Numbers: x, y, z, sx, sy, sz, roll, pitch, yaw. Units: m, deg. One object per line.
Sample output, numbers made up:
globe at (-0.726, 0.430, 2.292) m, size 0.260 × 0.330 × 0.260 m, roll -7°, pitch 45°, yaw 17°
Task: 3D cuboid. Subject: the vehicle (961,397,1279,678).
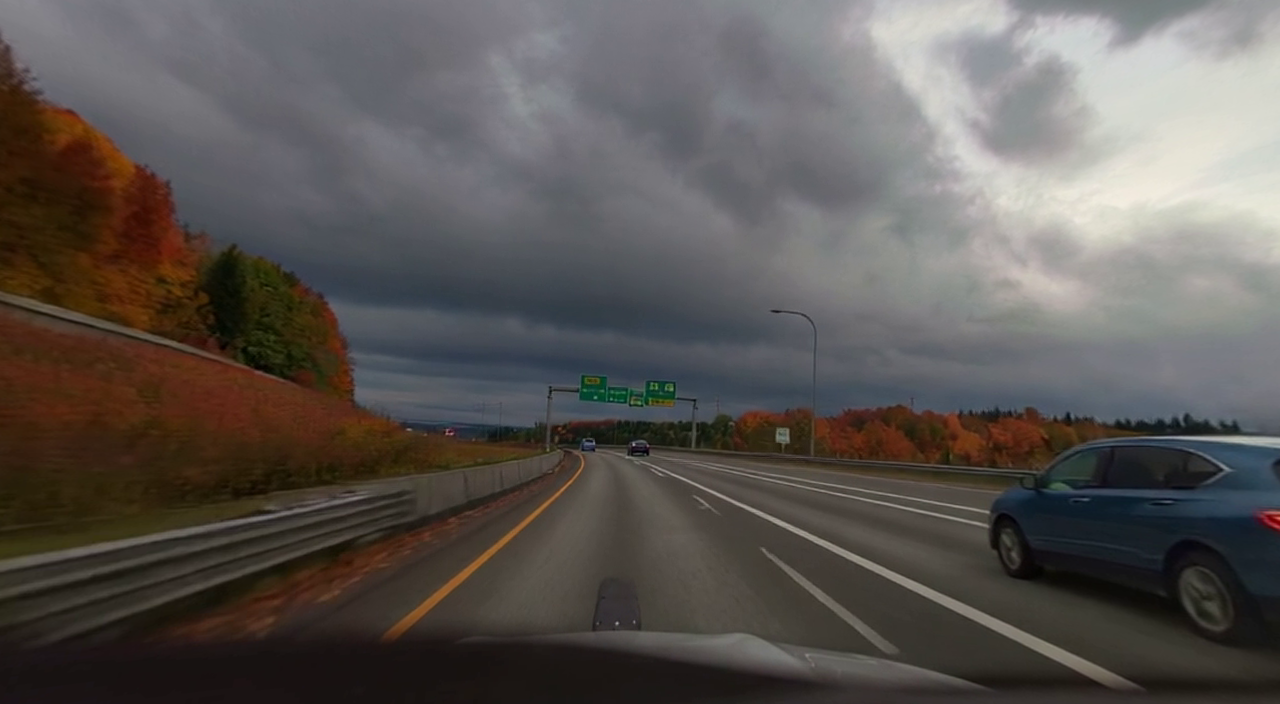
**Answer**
vehicle at (4.491, 1.203, 4.672) m, size 1.952 × 1.536 × 4.036 m, roll -1°, pitch -9°, yaw -1°
